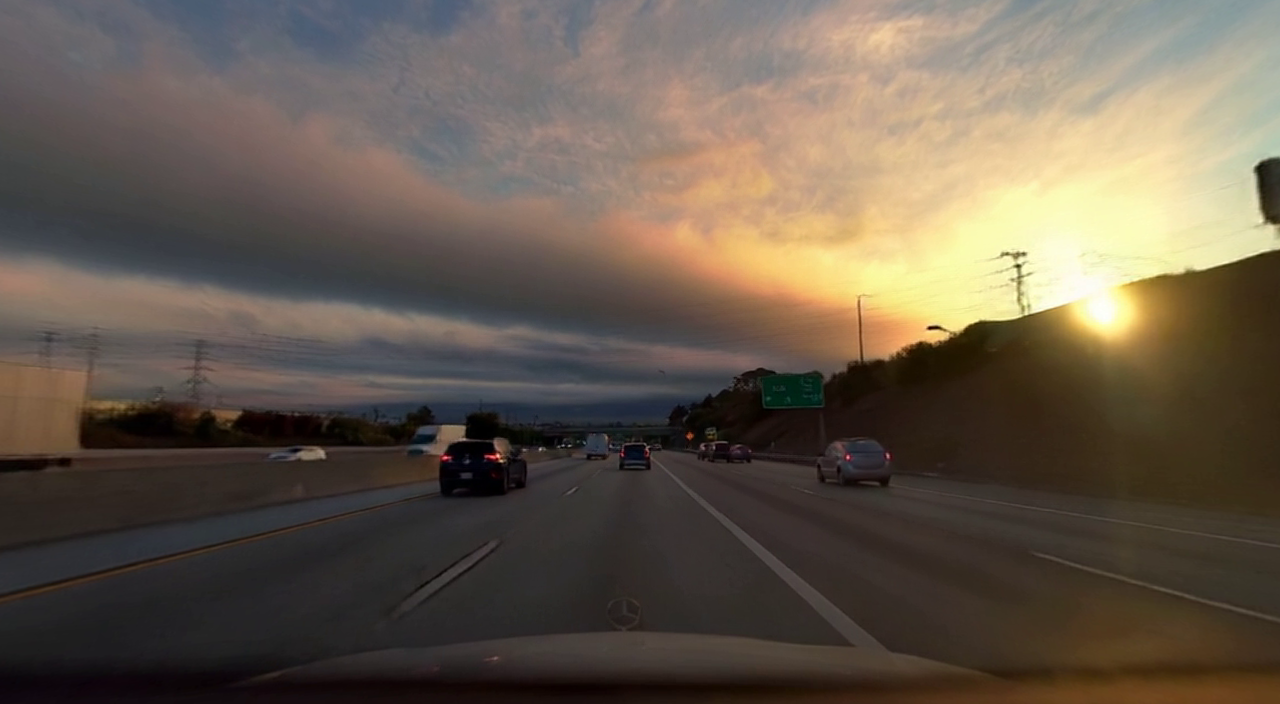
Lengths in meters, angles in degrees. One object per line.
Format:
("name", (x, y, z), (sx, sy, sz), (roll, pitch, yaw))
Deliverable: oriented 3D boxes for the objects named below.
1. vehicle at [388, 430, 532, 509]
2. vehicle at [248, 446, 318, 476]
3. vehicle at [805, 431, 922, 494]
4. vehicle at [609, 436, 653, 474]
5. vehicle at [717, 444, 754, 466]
("vehicle", (-4.189, 2.820, 15.636), (2.126, 1.631, 4.643), (0, -9, 1))
("vehicle", (-17.283, 5.280, 30.722), (1.473, 1.358, 3.231), (0, -9, 1))
("vehicle", (6.564, 3.298, 19.107), (1.944, 1.666, 4.184), (0, -9, 0))
("vehicle", (-0.408, 5.137, 31.749), (2.002, 1.759, 4.658), (0, -9, 0))
("vehicle", (6.699, 7.267, 44.674), (1.879, 1.428, 4.402), (0, -9, -1))
